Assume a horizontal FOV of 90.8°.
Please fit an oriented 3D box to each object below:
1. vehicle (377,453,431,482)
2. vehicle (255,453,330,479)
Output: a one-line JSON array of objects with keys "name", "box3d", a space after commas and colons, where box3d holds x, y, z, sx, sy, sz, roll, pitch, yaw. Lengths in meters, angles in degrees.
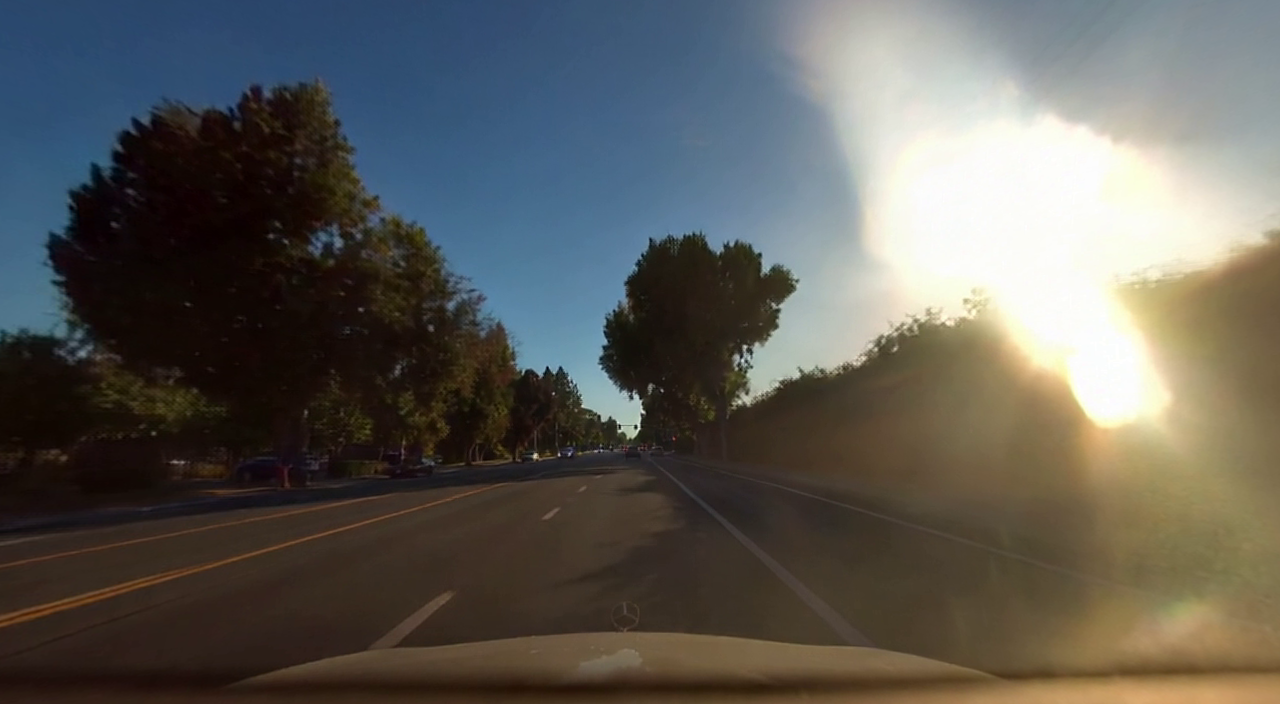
[{"name": "vehicle", "box3d": [-14.745, 7.169, 39.630, 1.896, 1.486, 4.285, -4, -8, -2]}, {"name": "vehicle", "box3d": [-21.509, 7.049, 39.365, 1.916, 1.482, 4.789, 0, -9, 1]}]
